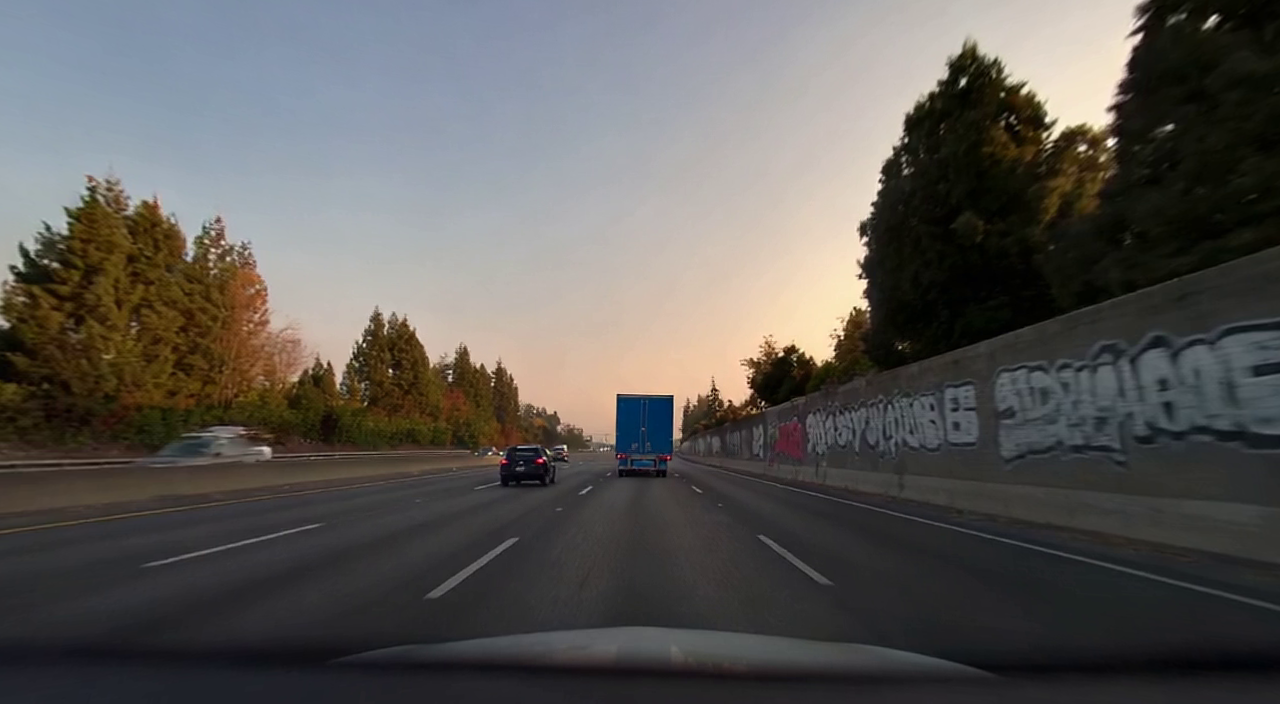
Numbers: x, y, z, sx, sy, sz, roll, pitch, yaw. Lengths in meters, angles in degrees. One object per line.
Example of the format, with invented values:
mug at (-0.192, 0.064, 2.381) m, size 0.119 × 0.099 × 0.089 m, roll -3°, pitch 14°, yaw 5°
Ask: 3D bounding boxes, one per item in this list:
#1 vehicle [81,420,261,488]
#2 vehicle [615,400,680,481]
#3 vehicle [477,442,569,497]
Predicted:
vehicle at (-17.789, 3.950, 24.520) m, size 2.348 × 2.266 × 6.059 m, roll 0°, pitch -9°, yaw -1°
vehicle at (0.220, 4.792, 33.677) m, size 2.915 × 3.661 × 9.741 m, roll 0°, pitch -9°, yaw -1°
vehicle at (-3.468, 3.580, 19.541) m, size 2.020 × 1.505 × 4.171 m, roll 0°, pitch -9°, yaw 1°
